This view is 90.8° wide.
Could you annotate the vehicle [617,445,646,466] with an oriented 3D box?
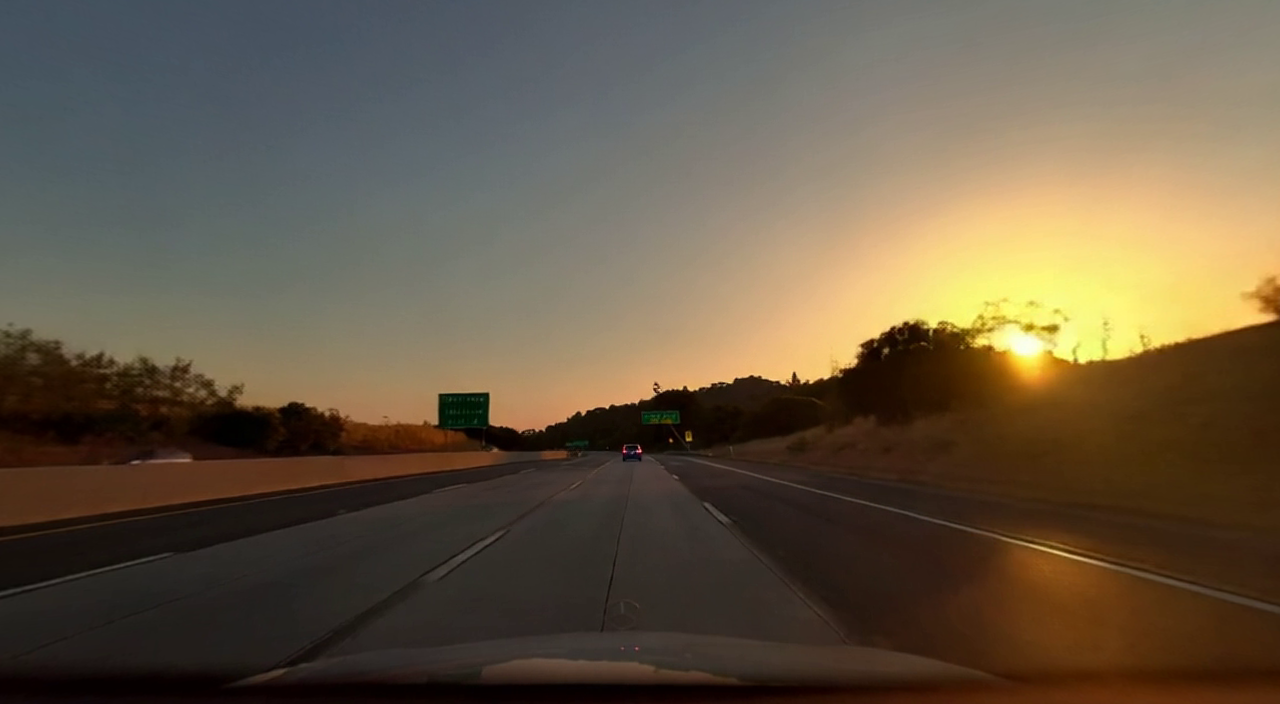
[{"bbox_3d":[-0.642,7.775,47.512,2.080,1.468,3.884,0,-8,-1],"label":"vehicle"}]
